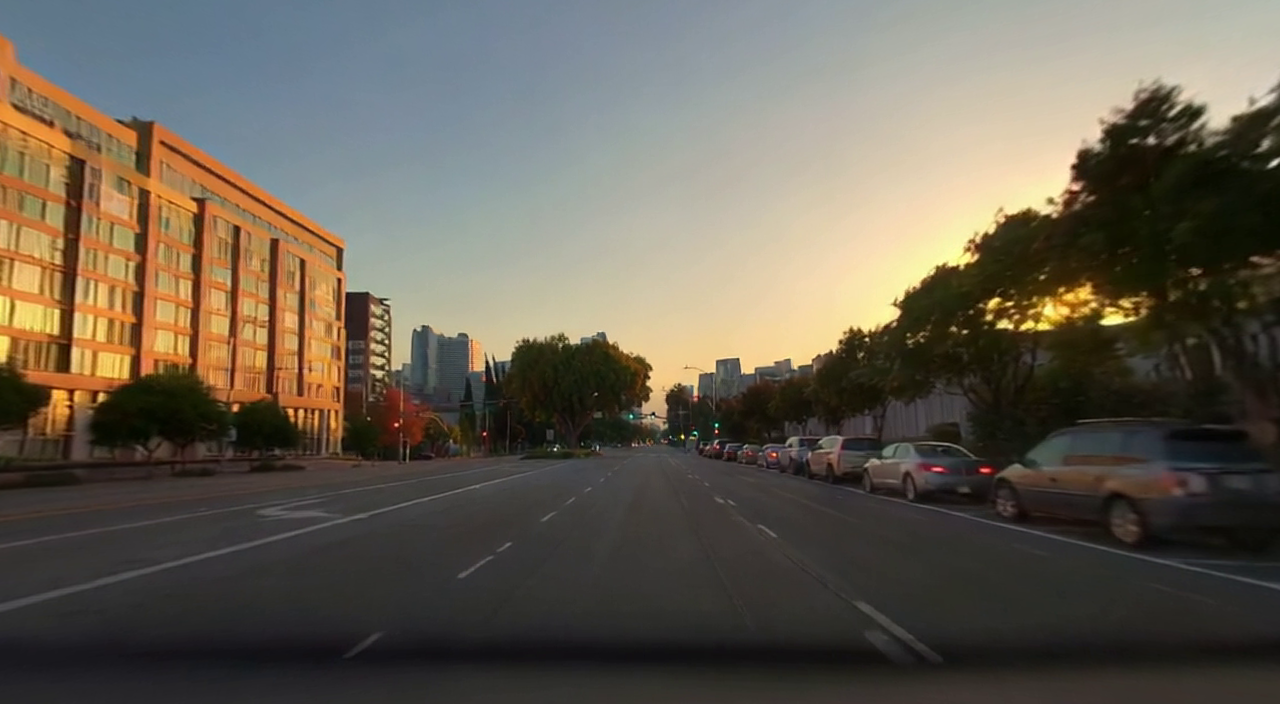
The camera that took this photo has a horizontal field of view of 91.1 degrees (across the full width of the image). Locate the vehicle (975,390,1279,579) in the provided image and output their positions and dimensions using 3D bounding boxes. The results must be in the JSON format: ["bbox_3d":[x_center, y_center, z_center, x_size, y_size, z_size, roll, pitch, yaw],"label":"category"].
[{"bbox_3d":[6.789,1.596,8.382,1.983,1.772,4.833,0,-8,1],"label":"vehicle"}]

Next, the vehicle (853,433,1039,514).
[{"bbox_3d":[6.678,2.678,14.488,2.020,1.520,4.876,0,-8,3],"label":"vehicle"}]
